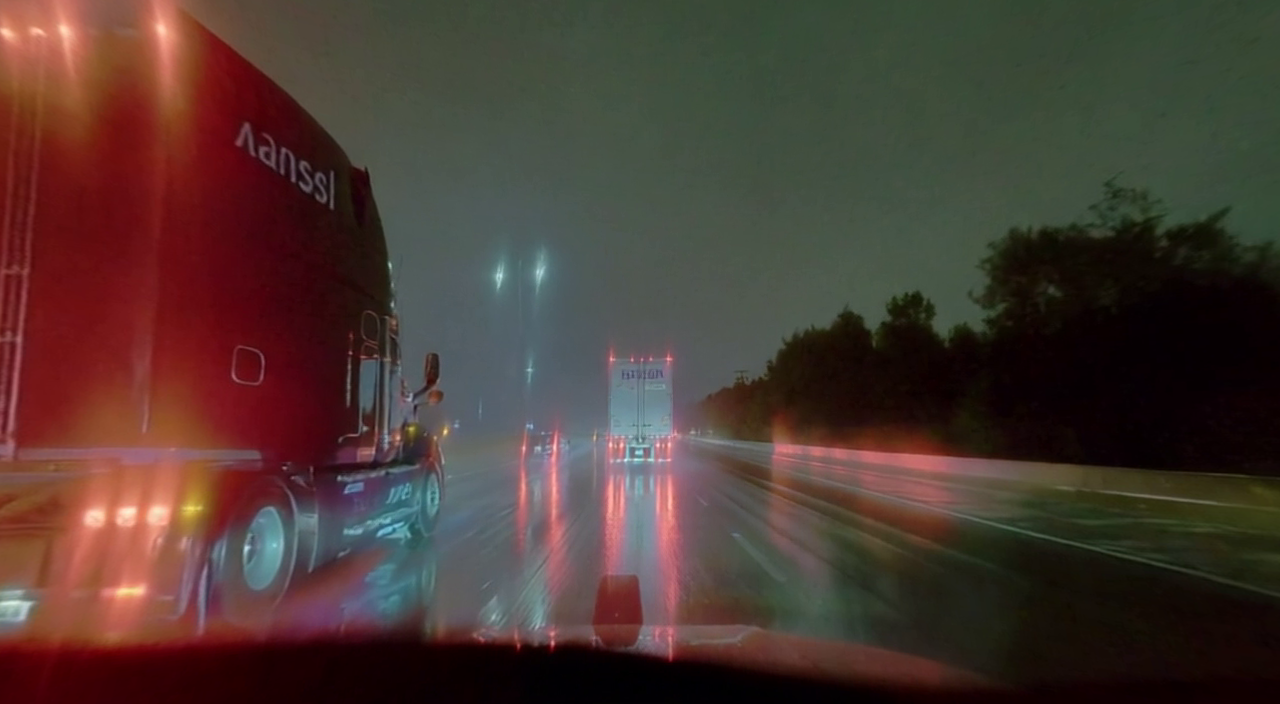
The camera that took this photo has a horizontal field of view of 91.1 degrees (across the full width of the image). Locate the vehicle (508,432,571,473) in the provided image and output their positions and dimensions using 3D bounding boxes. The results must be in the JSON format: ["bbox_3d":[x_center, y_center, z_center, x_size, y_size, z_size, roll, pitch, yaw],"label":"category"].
[{"bbox_3d":[-3.936,3.982,25.250,1.933,1.492,3.838,0,-8,-1],"label":"vehicle"}]

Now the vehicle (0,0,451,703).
[{"bbox_3d":[-4.041,0.093,5.762,3.007,4.031,6.044,1,-7,-4],"label":"vehicle"}]

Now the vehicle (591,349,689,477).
[{"bbox_3d":[-0.168,2.671,25.617,3.118,4.106,10.719,0,-8,-2],"label":"vehicle"}]

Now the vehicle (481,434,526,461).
[{"bbox_3d":[-7.883,5.513,36.594,1.828,1.470,4.079,0,-8,-2],"label":"vehicle"}]
